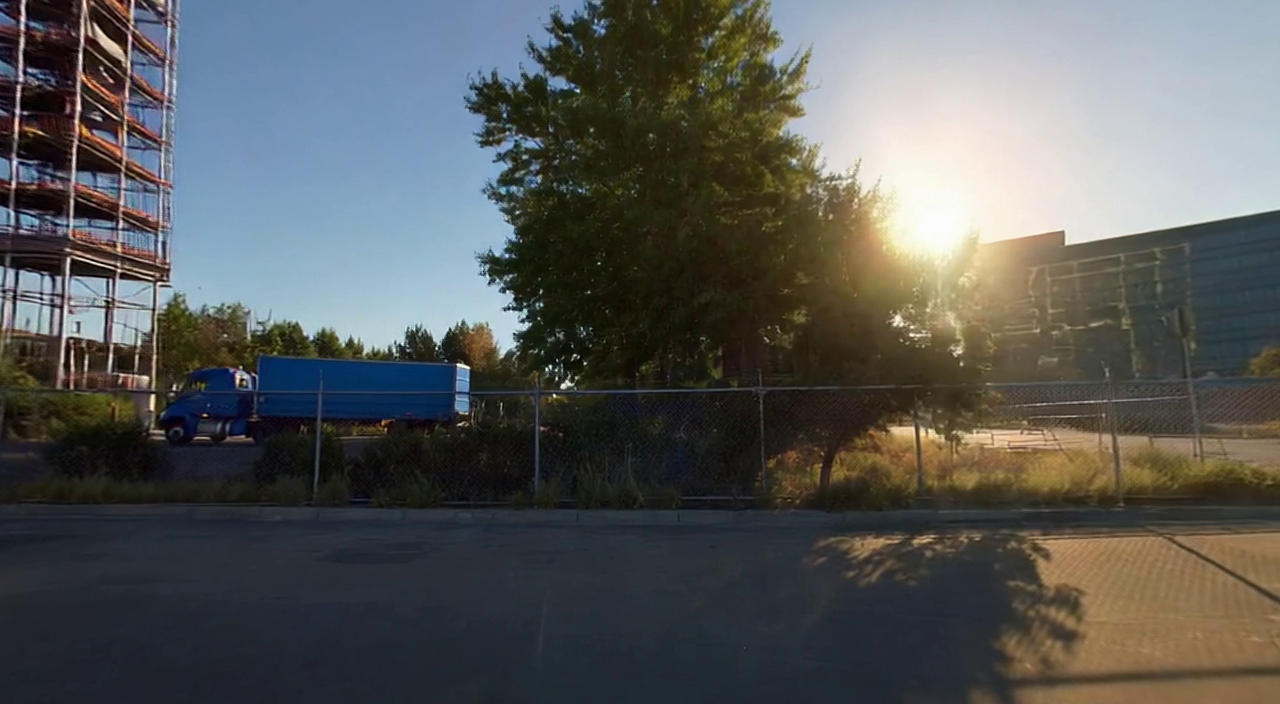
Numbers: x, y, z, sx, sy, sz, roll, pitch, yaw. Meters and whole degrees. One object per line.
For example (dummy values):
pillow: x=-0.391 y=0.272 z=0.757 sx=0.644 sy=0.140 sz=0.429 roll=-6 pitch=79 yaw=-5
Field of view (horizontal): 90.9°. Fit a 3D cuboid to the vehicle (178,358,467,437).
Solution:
vehicle: x=-17.206 y=2.652 z=35.230 sx=14.067 sy=4.099 sz=2.832 roll=1 pitch=-9 yaw=-6
